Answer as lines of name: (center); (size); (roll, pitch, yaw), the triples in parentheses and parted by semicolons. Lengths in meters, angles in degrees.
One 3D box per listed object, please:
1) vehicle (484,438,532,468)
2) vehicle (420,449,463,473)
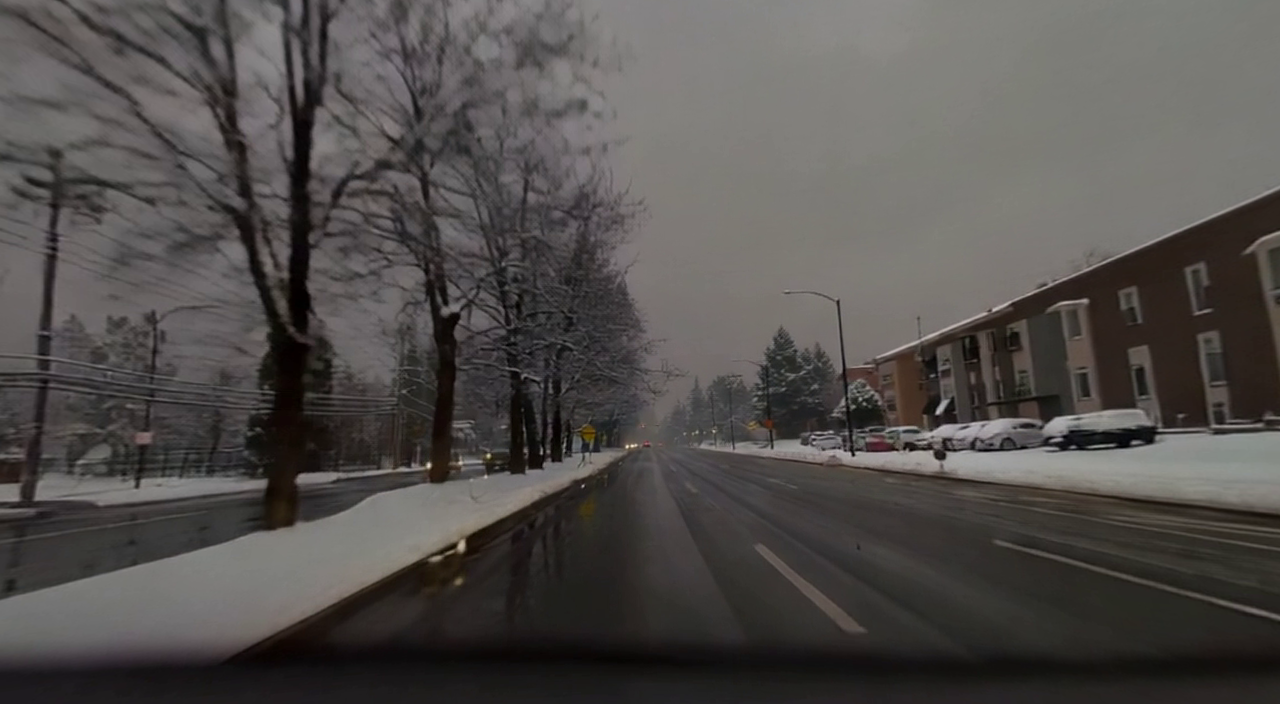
vehicle: (-9.526, 7.371, 46.030); (2.180, 2.034, 5.429); (-1, -9, 1)
vehicle: (-15.534, 8.532, 49.576); (1.930, 1.738, 4.339); (0, -9, 0)
